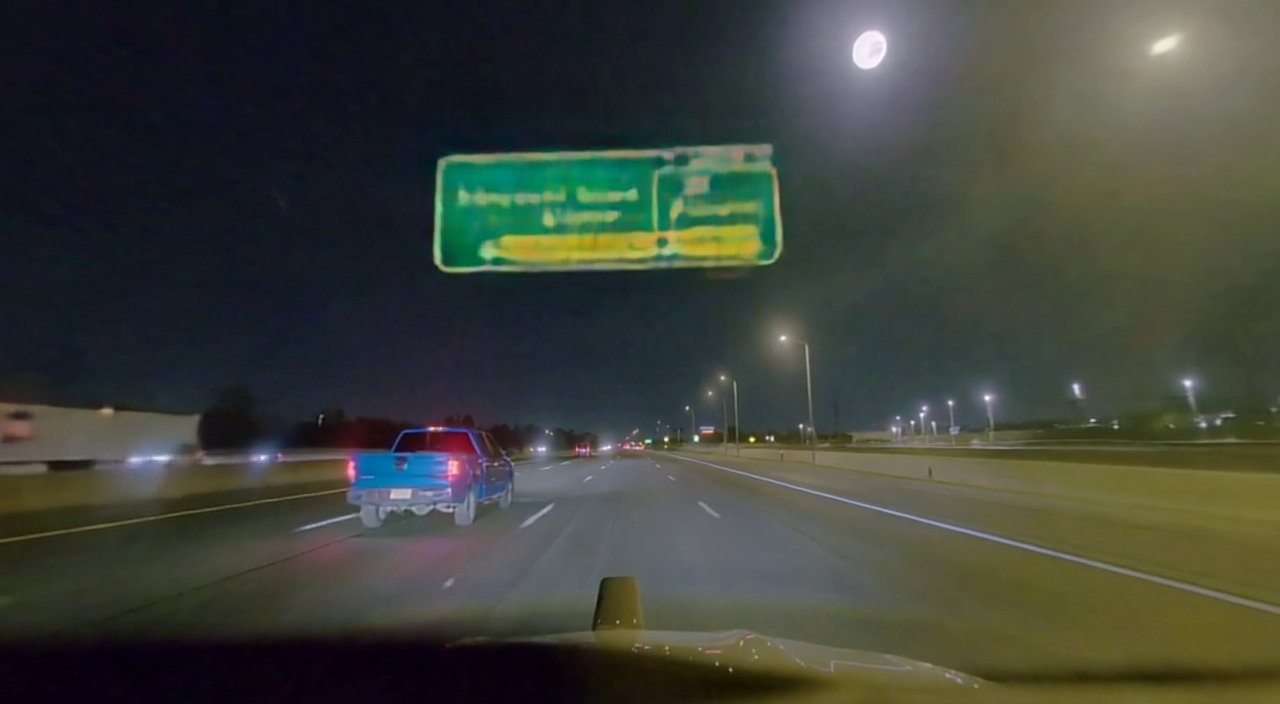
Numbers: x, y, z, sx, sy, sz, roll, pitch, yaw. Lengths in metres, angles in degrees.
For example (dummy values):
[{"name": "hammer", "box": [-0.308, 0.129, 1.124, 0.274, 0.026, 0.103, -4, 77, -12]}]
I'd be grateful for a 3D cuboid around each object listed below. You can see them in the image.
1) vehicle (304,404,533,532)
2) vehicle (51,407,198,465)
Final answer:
[{"name": "vehicle", "box": [-4.019, 2.269, 13.045, 2.529, 2.003, 5.904, 0, -8, 1]}, {"name": "vehicle", "box": [-36.179, 6.025, 44.986, 2.794, 3.706, 9.037, 0, -8, -1]}]
